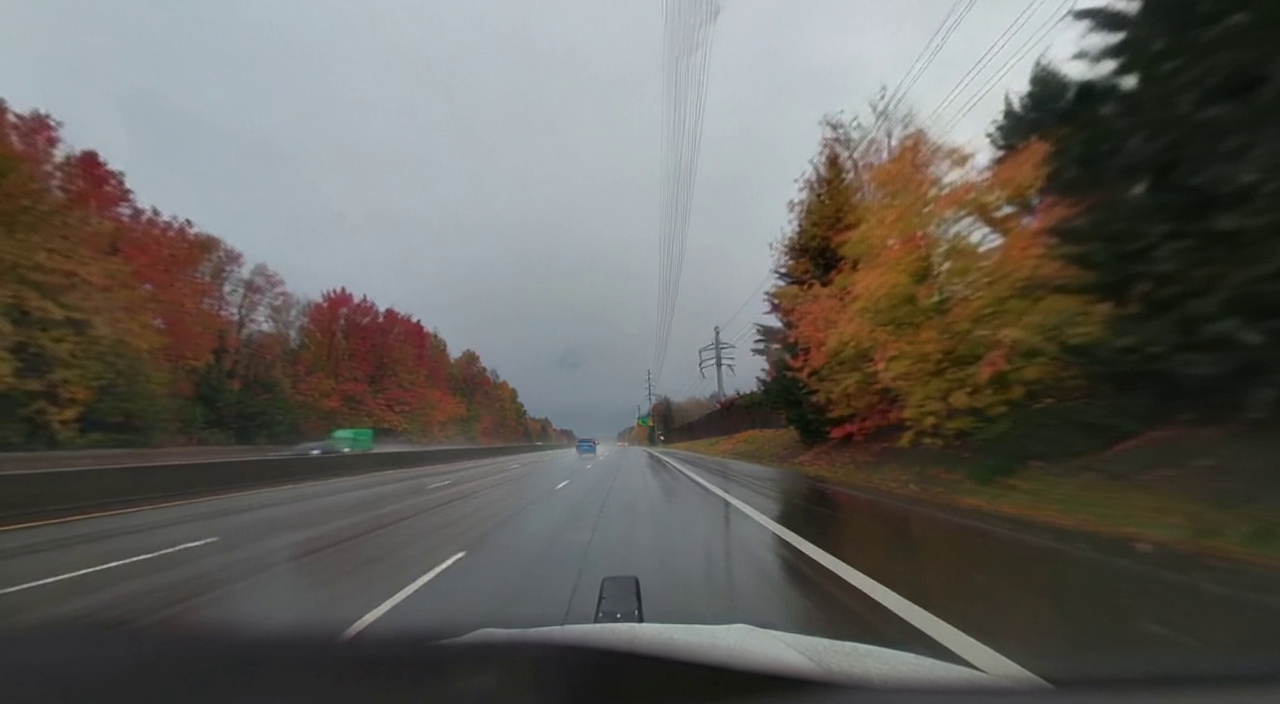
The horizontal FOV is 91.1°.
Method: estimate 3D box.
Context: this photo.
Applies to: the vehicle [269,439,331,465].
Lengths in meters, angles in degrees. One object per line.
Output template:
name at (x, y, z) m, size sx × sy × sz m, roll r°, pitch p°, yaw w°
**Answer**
vehicle at (-21.262, 6.255, 39.458) m, size 1.760 × 1.492 × 3.840 m, roll 0°, pitch -8°, yaw -1°
